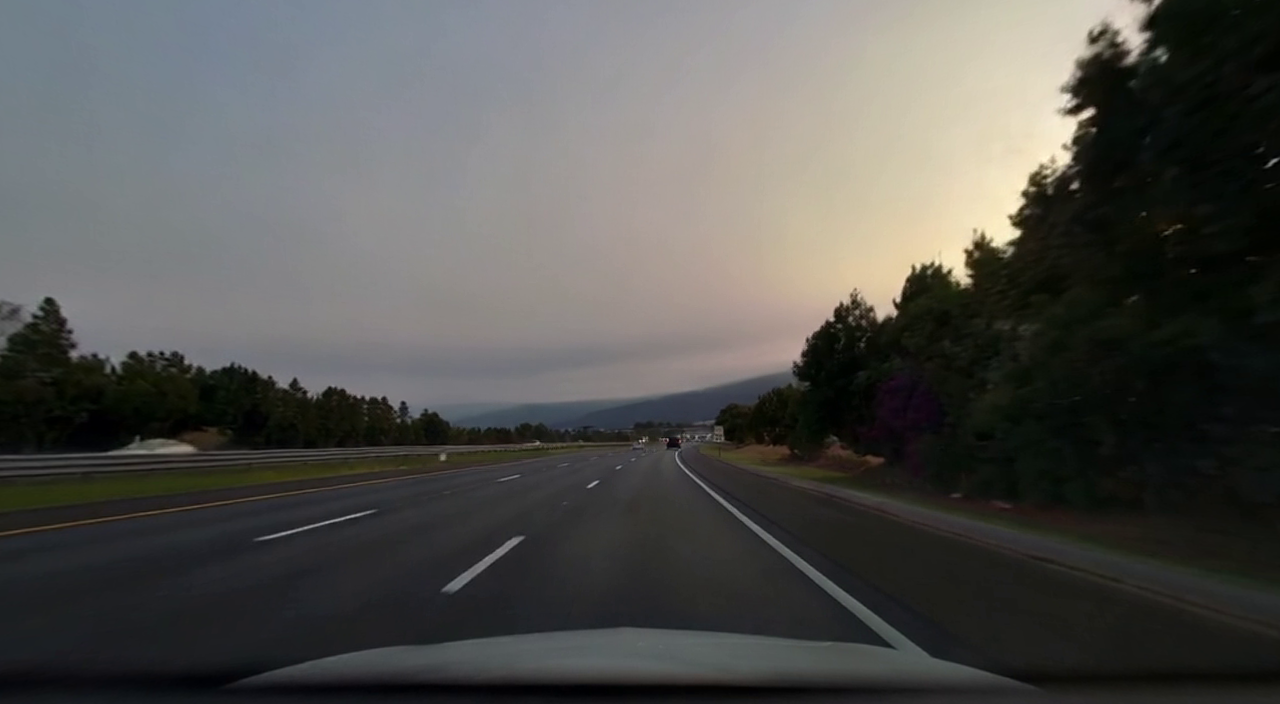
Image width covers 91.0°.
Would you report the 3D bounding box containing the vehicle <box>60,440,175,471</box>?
[{"bbox_3d":[-28.357,5.620,34.447,1.970,1.543,4.830,0,-9,3],"label":"vehicle"}]
